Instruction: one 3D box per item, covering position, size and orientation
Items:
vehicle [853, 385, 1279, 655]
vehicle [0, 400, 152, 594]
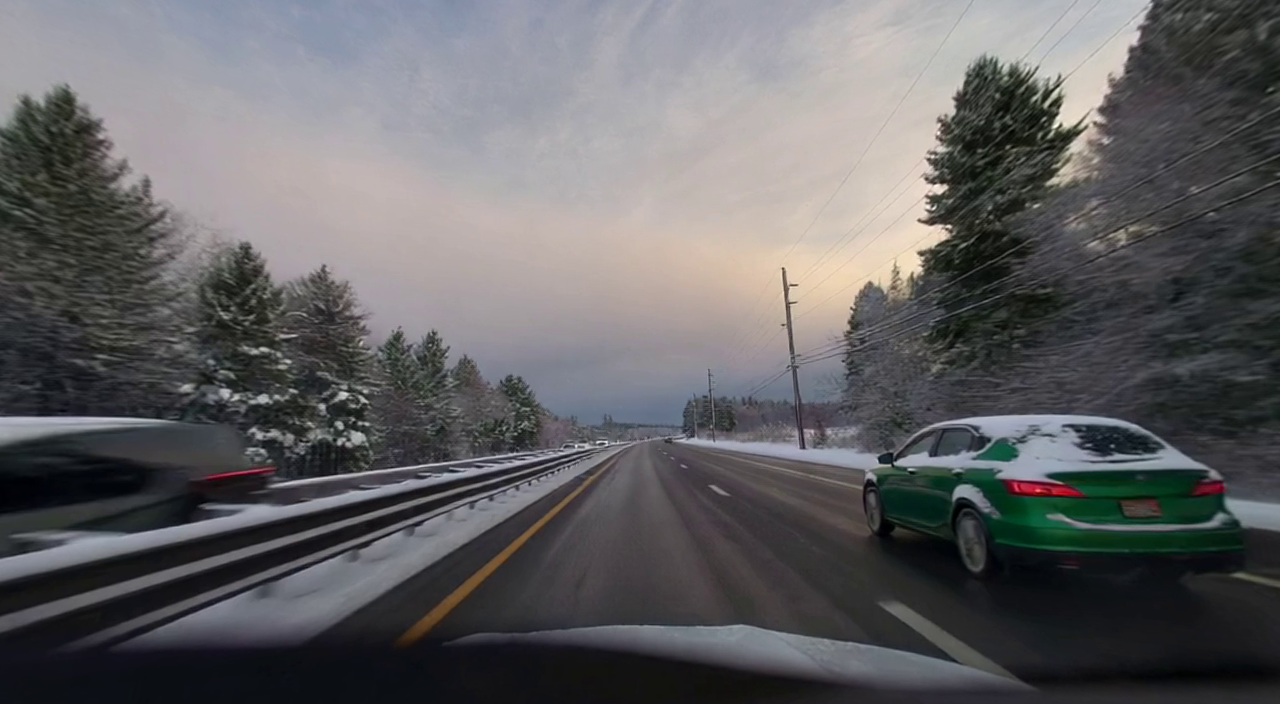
[{"bbox_3d":[3.716,1.263,5.754,2.032,1.562,4.029,0,-8,-1],"label":"vehicle"},{"bbox_3d":[-7.334,1.292,5.265,2.416,1.843,5.072,0,-8,0],"label":"vehicle"}]
